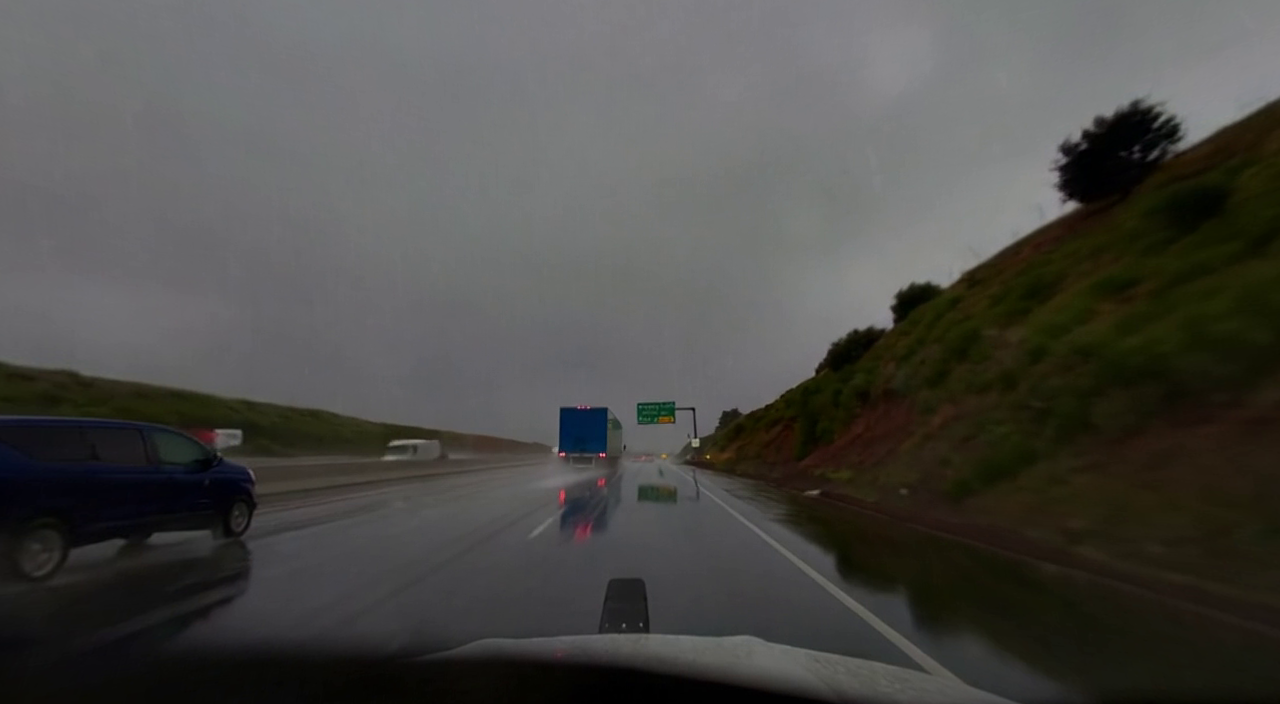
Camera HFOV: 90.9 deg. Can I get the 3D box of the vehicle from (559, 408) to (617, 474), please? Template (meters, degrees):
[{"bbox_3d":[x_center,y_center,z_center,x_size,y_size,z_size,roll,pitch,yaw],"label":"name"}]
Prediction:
[{"bbox_3d":[-3.490,6.661,46.867,2.893,4.073,15.281,0,-9,0],"label":"vehicle"}]

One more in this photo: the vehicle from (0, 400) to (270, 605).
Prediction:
[{"bbox_3d":[-6.973,1.612,7.306,2.175,1.860,5.236,0,-9,0],"label":"vehicle"}]

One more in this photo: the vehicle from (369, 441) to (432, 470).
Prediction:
[{"bbox_3d":[-16.193,7.010,42.882,2.193,1.861,4.471,-1,-9,5],"label":"vehicle"}]
